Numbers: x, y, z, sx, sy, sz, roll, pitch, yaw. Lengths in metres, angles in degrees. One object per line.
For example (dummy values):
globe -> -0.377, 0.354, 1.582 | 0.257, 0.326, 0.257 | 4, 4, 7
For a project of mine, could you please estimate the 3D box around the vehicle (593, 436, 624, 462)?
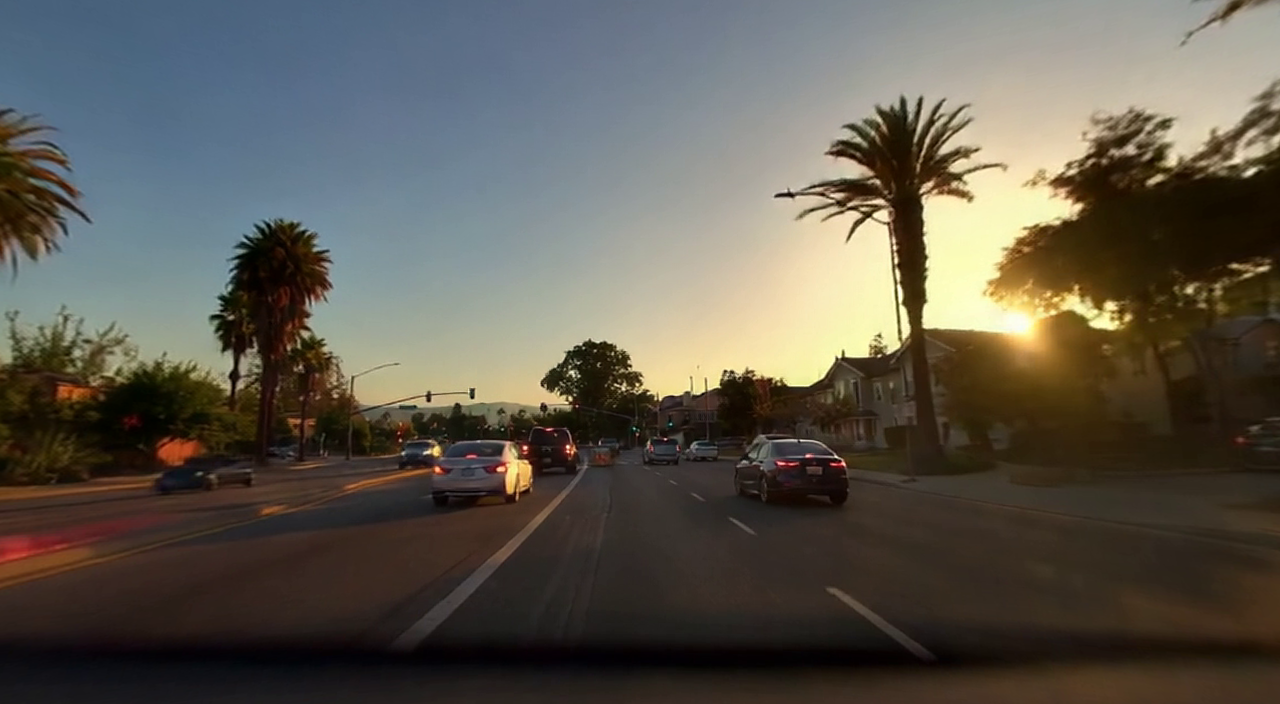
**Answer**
vehicle -> -2.470, 7.439, 48.385 | 2.164, 1.867, 4.254 | 1, -9, -6

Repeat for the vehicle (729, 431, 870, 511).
vehicle -> 3.313, 2.555, 14.007 | 1.870, 1.491, 4.009 | 0, -9, -3

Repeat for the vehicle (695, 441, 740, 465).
vehicle -> 5.101, 6.758, 42.360 | 1.989, 1.459, 4.700 | 1, -9, -6

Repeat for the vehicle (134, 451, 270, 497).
vehicle -> -15.600, 4.324, 22.851 | 2.004, 1.465, 4.300 | 0, -9, -3

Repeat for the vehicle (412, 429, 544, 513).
vehicle -> -3.383, 2.563, 14.060 | 1.922, 1.577, 4.140 | 0, -9, -2

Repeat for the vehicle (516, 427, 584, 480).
vehicle -> -3.625, 4.245, 26.701 | 2.354, 1.948, 6.355 | 0, -9, -4

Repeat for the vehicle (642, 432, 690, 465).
vehicle -> 1.582, 6.230, 40.758 | 2.391, 1.960, 5.600 | 1, -9, -5
